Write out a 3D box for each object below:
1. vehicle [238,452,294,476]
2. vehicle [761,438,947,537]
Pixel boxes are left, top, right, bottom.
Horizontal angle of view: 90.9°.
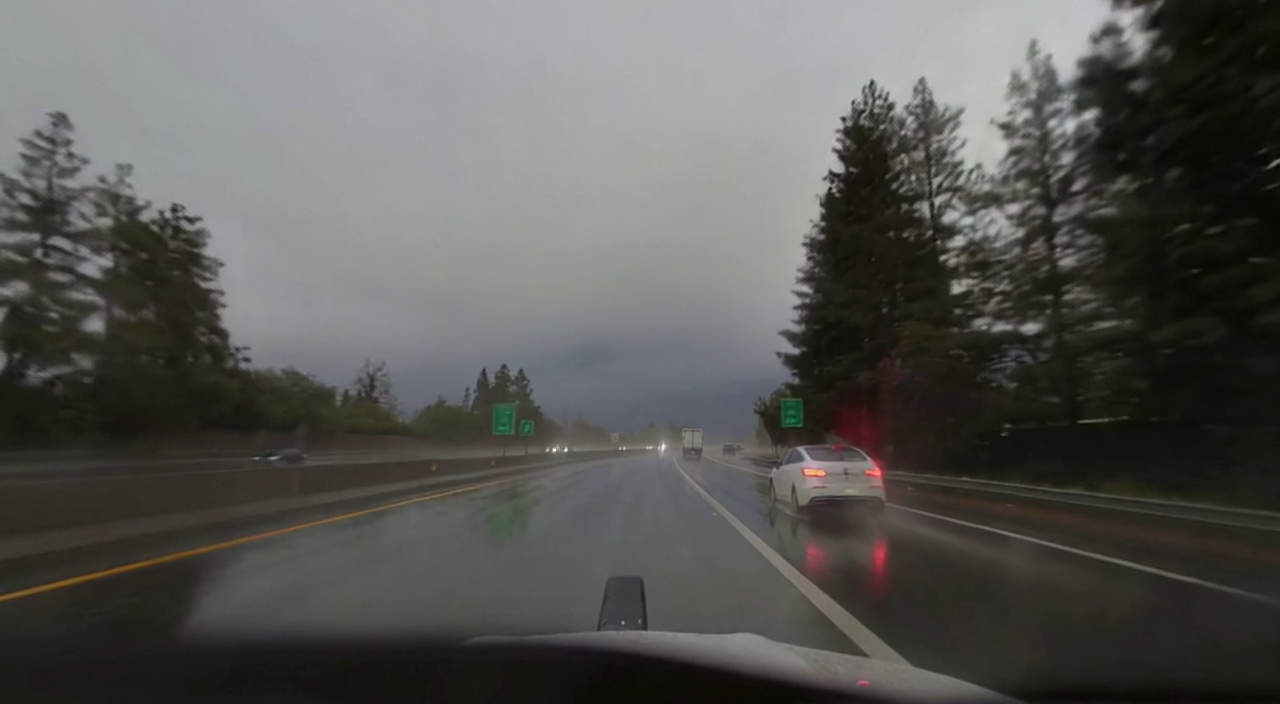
[{"bbox_3d":[-25.468,7.591,43.016,1.674,1.522,3.369,0,-9,1],"label":"vehicle"},{"bbox_3d":[3.621,2.351,11.588,1.938,1.456,4.204,0,-9,0],"label":"vehicle"}]
